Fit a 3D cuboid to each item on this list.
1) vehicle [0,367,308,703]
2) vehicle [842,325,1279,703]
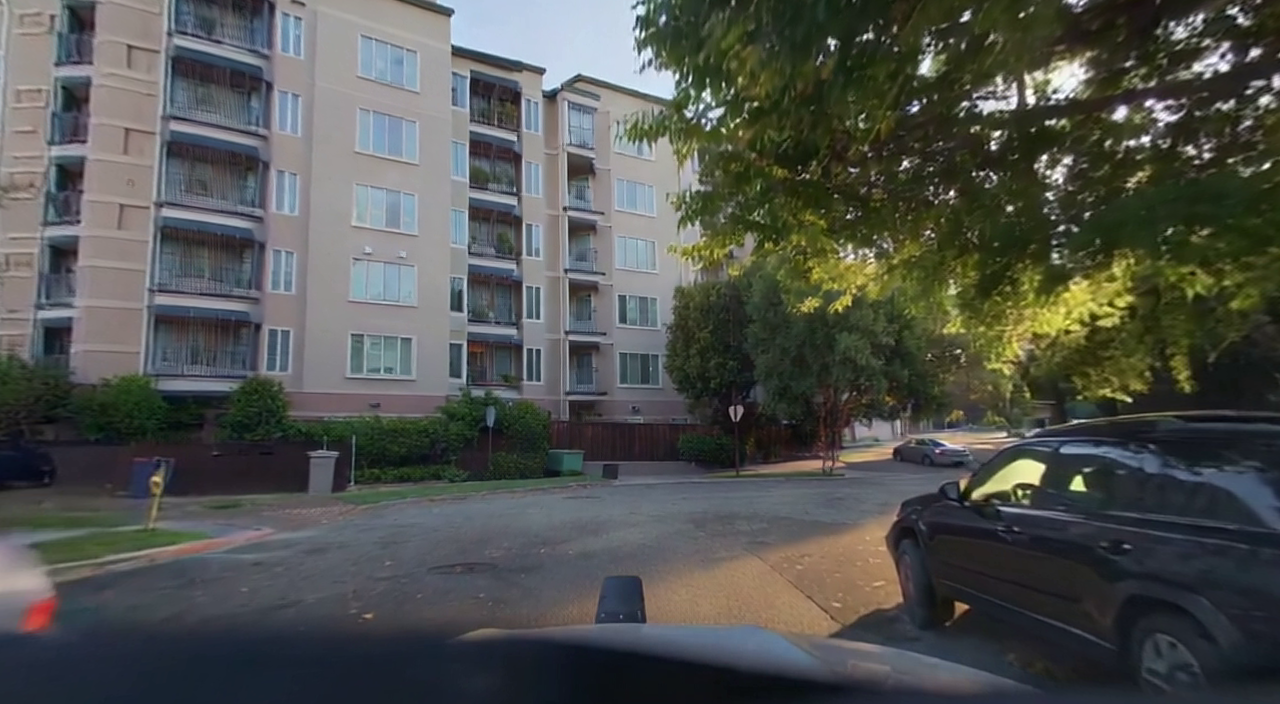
[{"bbox_3d":[-2.649,0.641,0.418,2.210,1.516,4.804,0,-8,1],"label":"vehicle"},{"bbox_3d":[2.982,1.071,3.853,2.020,1.734,4.402,0,-8,0],"label":"vehicle"}]
